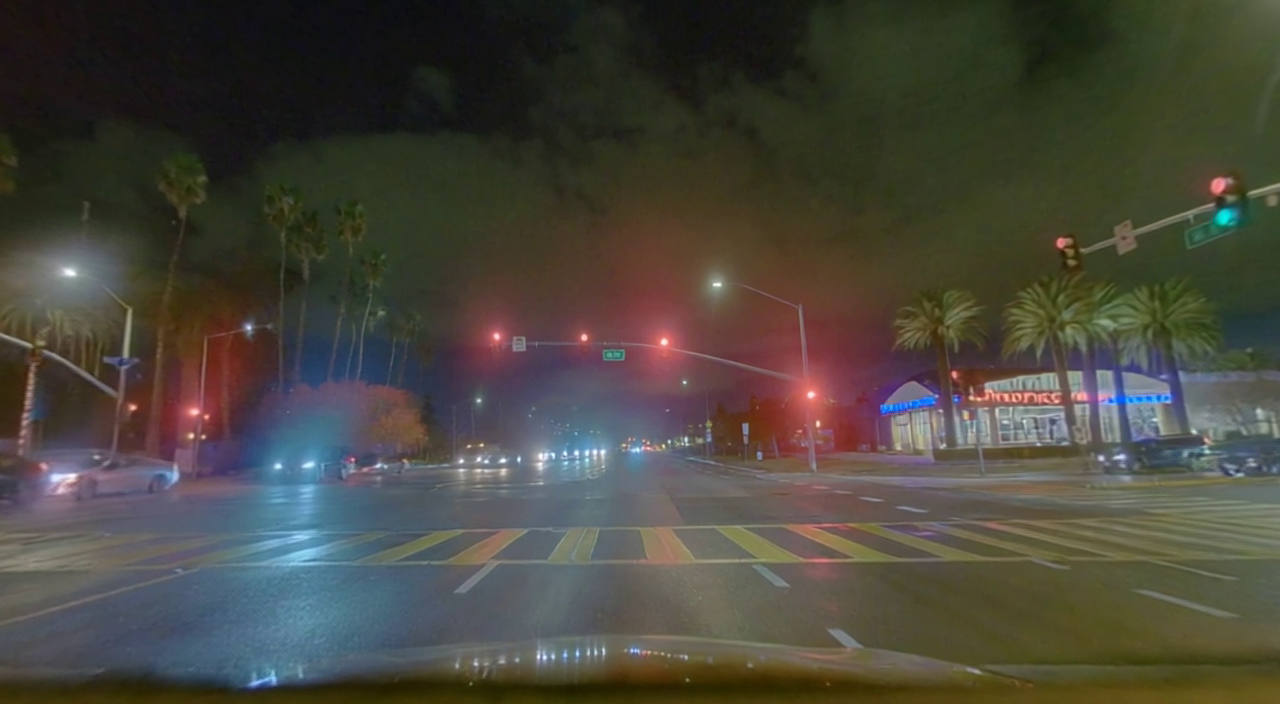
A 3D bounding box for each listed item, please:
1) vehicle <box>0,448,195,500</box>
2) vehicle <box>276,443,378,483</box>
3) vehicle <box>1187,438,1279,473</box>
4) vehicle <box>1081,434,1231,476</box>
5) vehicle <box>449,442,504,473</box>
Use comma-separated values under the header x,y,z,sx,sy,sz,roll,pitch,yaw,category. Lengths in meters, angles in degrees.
x,y,z,sx,sy,sz,roll,pitch,yaw,category
-17.630,3.914,20.779,2.221,1.449,5.092,0,-9,1,vehicle
-14.044,4.988,28.707,2.074,1.671,4.755,0,-9,2,vehicle
27.386,4.604,28.208,4.625,1.451,1.801,1,-9,-9,vehicle
22.223,4.449,27.375,4.533,1.676,2.236,0,-9,-1,vehicle
-9.710,6.302,37.938,2.074,1.681,4.417,0,-9,1,vehicle
